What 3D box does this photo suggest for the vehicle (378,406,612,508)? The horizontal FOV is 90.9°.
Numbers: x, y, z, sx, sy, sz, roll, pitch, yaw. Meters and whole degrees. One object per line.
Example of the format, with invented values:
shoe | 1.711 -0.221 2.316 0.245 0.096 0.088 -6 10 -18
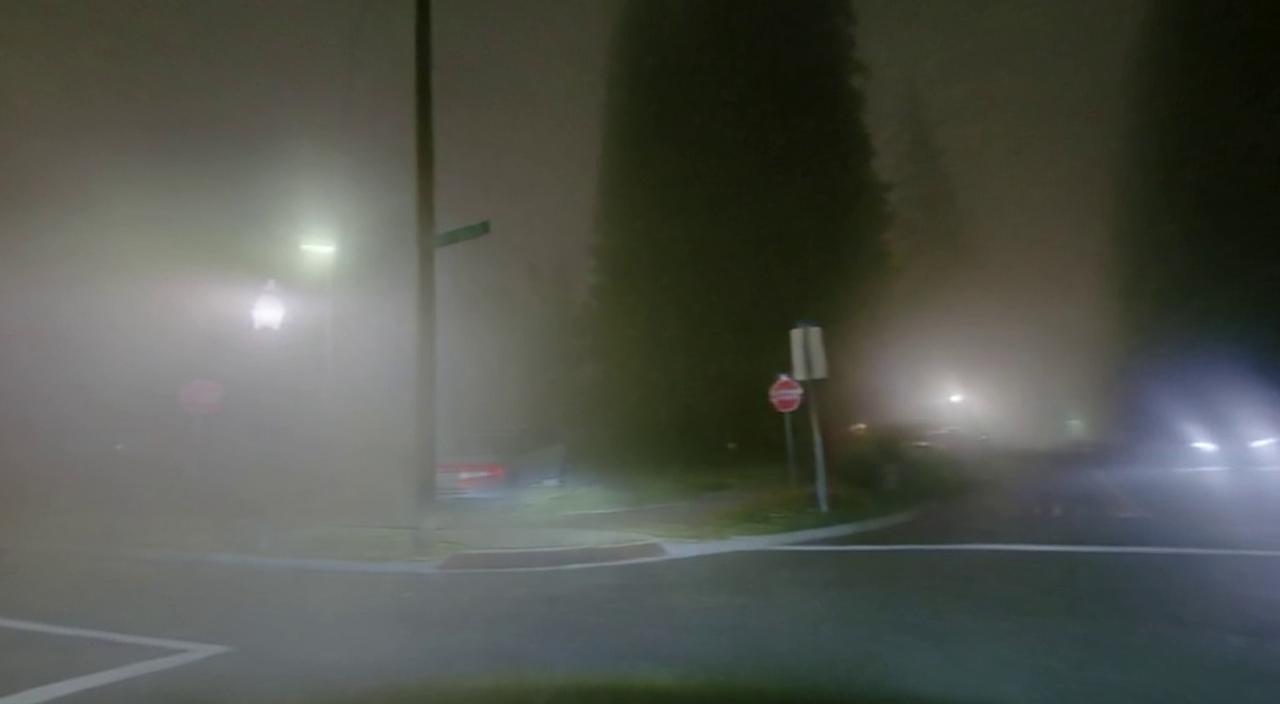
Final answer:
vehicle | -3.066 2.316 15.130 2.286 1.915 5.980 -4 -7 24
